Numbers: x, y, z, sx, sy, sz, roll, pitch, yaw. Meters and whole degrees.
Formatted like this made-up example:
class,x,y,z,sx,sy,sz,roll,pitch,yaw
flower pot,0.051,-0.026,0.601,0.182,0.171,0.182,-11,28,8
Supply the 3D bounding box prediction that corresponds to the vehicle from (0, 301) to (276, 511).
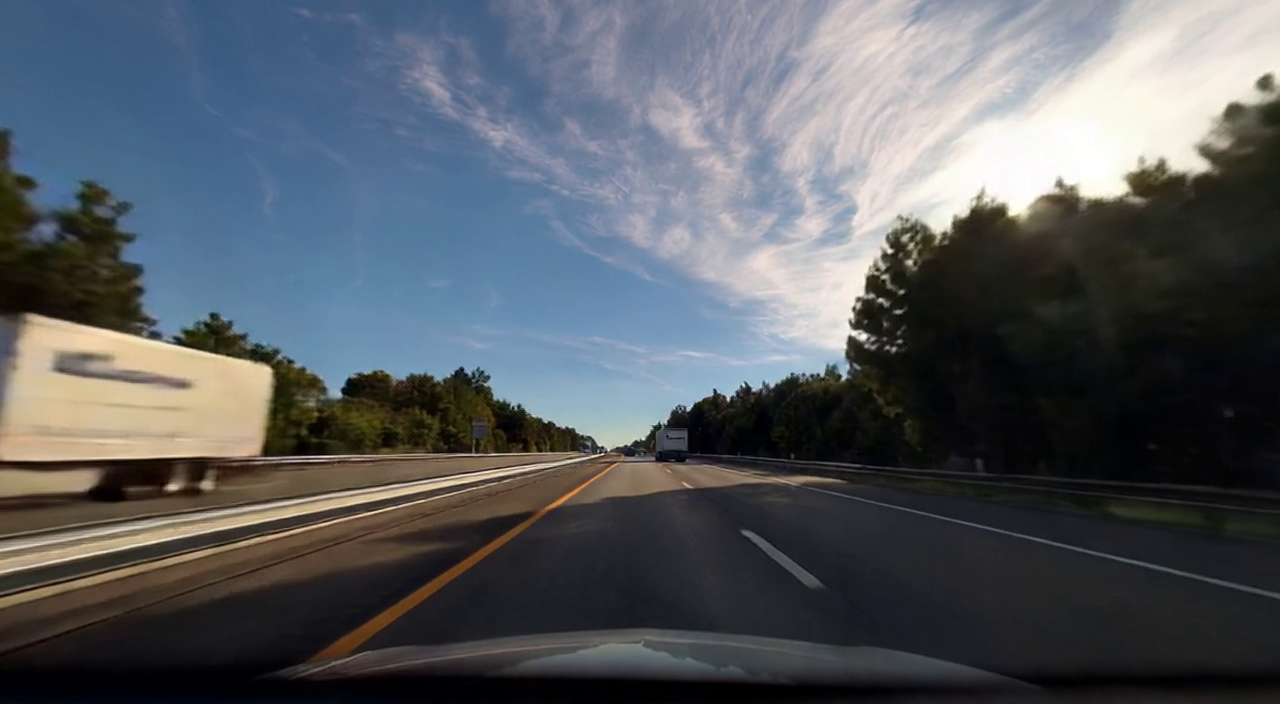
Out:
class,x,y,z,sx,sy,sz,roll,pitch,yaw
vehicle,-13.464,1.595,15.481,3.001,3.888,9.974,0,-9,0
